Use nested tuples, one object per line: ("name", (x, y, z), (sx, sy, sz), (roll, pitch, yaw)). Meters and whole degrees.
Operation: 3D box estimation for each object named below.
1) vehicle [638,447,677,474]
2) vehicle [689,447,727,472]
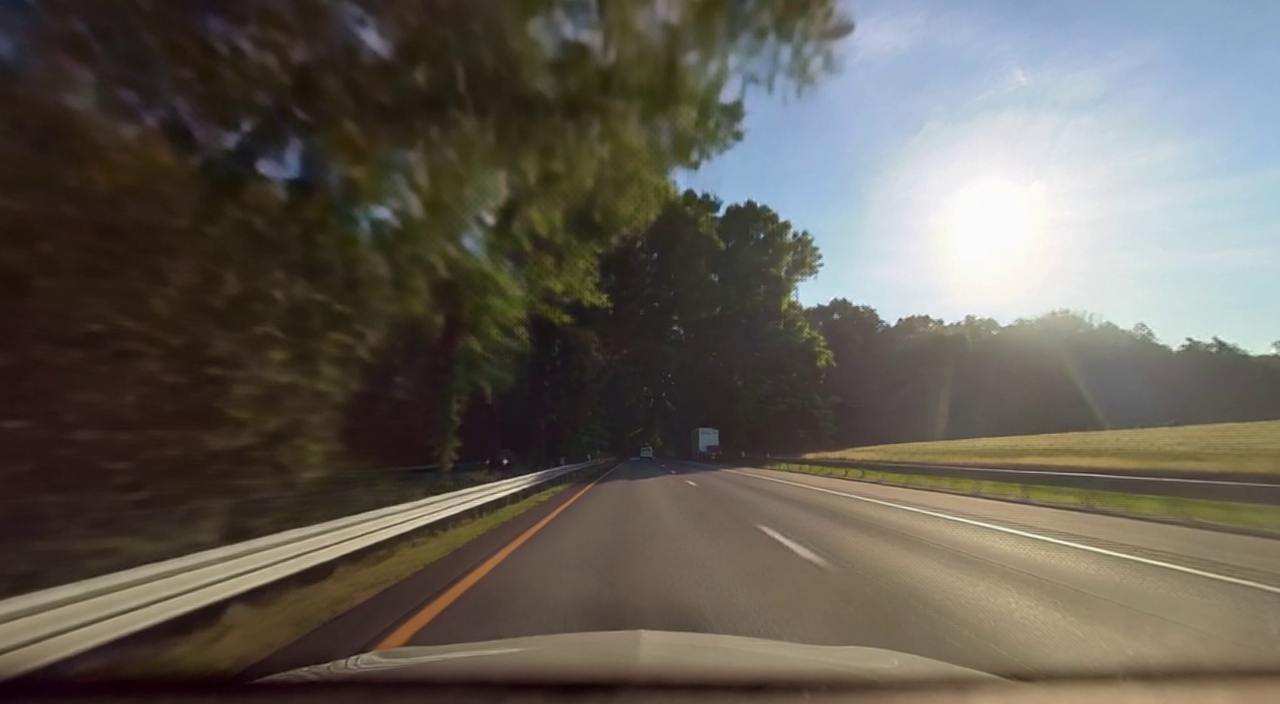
("vehicle", (0.962, 6.406, 37.274), (2.162, 1.492, 3.975), (0, -9, -1))
("vehicle", (4.280, 6.853, 40.236), (1.846, 1.485, 3.679), (0, -9, -3))
